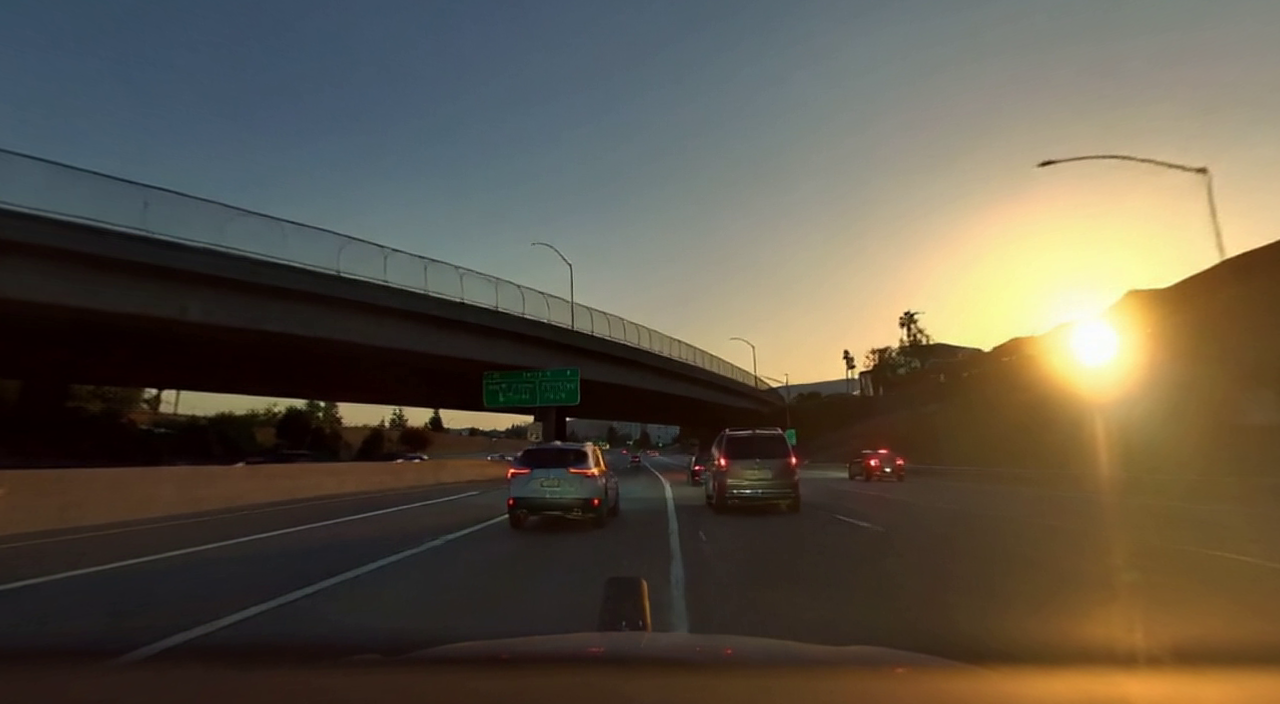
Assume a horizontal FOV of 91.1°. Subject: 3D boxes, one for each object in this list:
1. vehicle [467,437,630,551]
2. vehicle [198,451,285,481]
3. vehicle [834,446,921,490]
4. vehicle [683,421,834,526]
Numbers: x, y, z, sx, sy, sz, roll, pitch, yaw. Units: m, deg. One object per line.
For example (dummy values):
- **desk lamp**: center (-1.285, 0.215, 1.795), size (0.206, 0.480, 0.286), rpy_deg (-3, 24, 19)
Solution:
- **vehicle**: center (-1.385, 2.406, 11.368), size (2.099, 1.640, 4.134), rpy_deg (-1, -9, 3)
- **vehicle**: center (-23.452, 6.707, 37.159), size (1.978, 1.605, 4.626), rpy_deg (0, -9, 2)
- **vehicle**: center (10.292, 5.038, 27.662), size (2.133, 1.770, 4.537), rpy_deg (0, -9, 2)
- **vehicle**: center (2.541, 2.851, 15.416), size (2.732, 2.065, 5.826), rpy_deg (0, -9, 2)
